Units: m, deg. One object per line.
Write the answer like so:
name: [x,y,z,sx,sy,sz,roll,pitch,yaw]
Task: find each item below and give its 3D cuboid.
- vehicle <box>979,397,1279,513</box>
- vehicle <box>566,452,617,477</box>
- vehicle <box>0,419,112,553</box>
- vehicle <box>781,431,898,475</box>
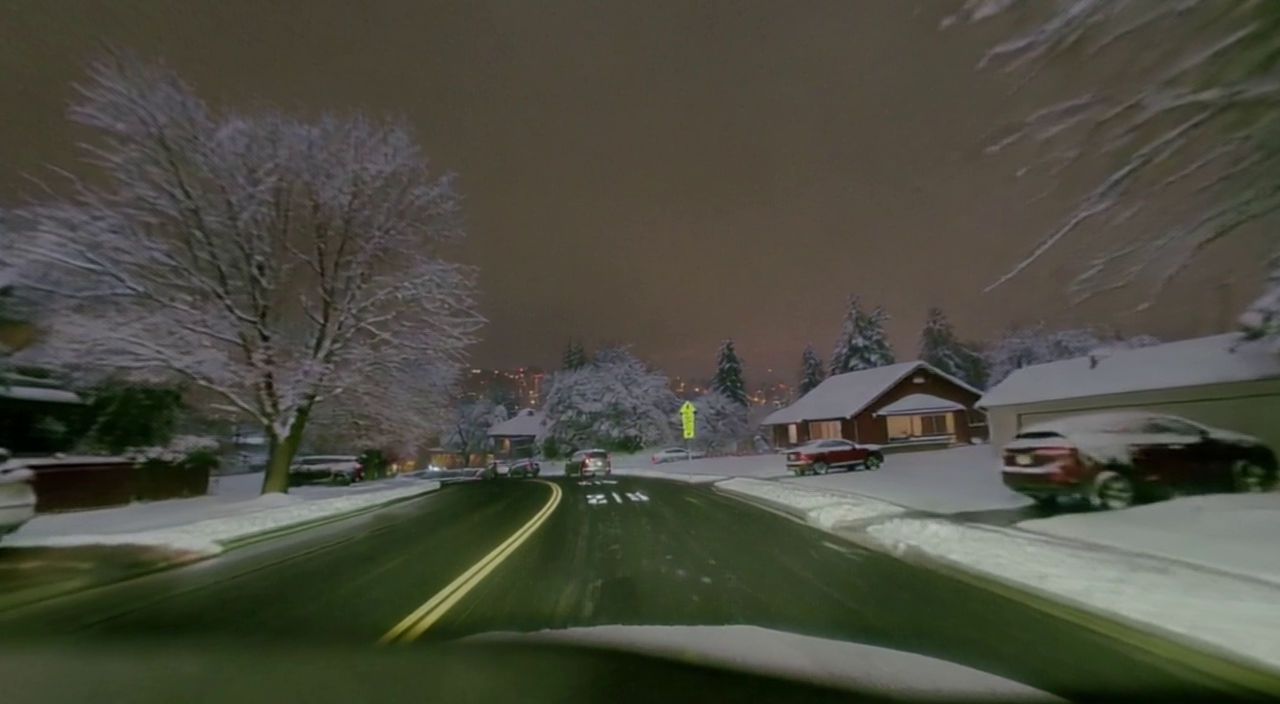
vehicle: [9.364,1.783,11.383,5.751,1.733,2.138,2,-9,-16]
vehicle: [-3.375,7.511,42.545,2.181,1.494,5.023,2,-9,-19]
vehicle: [-10.160,1.871,8.616,2.073,1.899,4.869,0,-8,-7]
vehicle: [8.357,4.237,26.547,4.284,1.522,1.893,-1,-8,-18]
